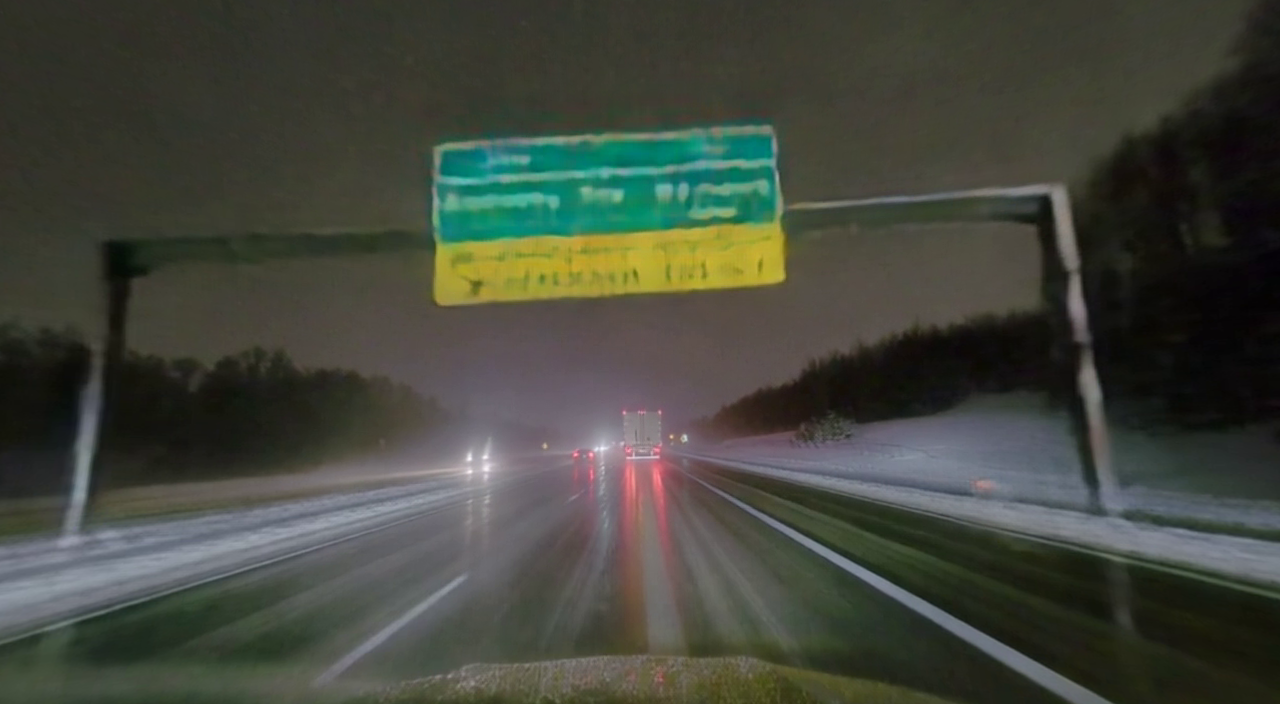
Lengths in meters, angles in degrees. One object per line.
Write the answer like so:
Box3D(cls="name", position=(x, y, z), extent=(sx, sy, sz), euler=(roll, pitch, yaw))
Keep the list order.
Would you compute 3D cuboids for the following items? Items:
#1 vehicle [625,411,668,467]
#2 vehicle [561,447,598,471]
Box3D(cls="vehicle", position=(0.318, 6.717, 48.168), extent=(2.864, 3.805, 9.500), euler=(0, -9, -2))
Box3D(cls="vehicle", position=(-4.047, 7.245, 42.904), extent=(2.053, 1.523, 4.450), euler=(0, -9, 0))
